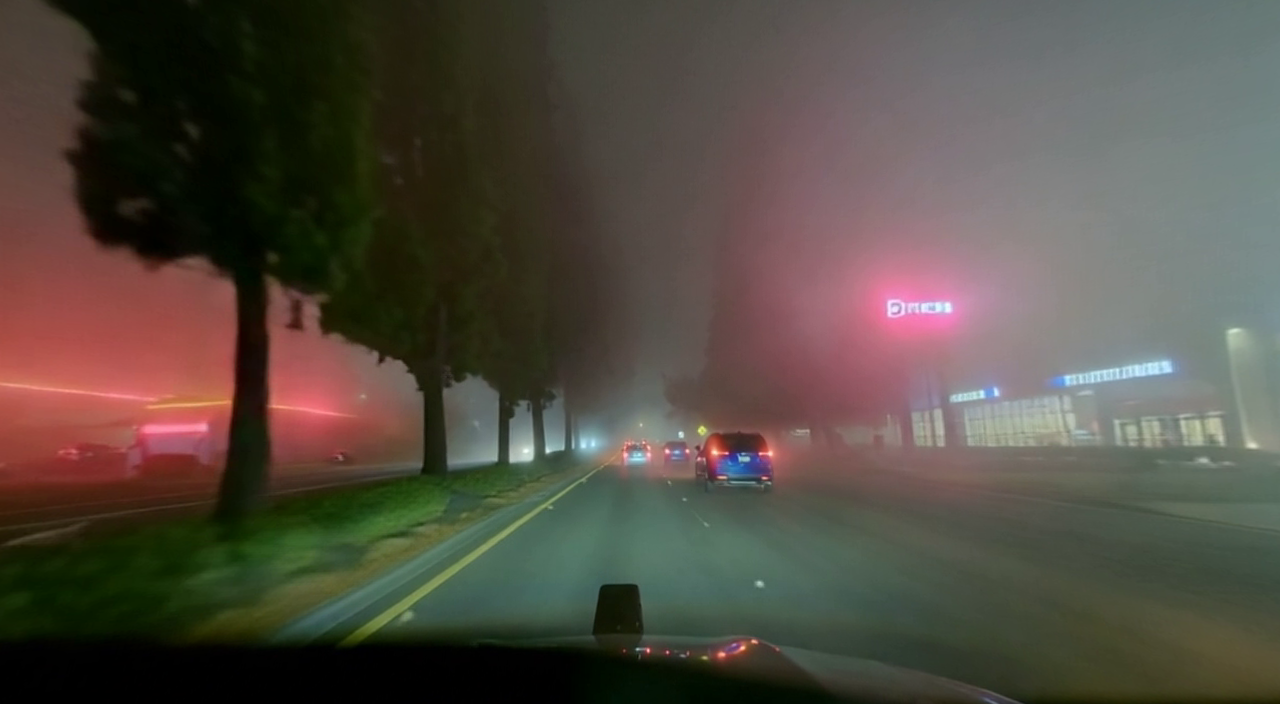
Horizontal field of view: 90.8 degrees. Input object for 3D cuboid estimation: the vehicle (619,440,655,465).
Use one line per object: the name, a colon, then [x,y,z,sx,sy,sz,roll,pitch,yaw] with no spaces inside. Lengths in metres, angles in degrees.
vehicle: [-0.209,6.088,38.353,2.056,1.440,3.798,0,-8,-1]

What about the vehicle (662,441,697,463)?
vehicle: [2.558,6.602,41.757,1.970,1.402,3.756,0,-8,-2]

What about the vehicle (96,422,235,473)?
vehicle: [-27.005,5.432,36.135,5.905,2.803,2.261,0,-8,-2]

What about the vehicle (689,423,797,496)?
vehicle: [2.774,3.050,18.254,2.140,1.811,4.593,0,-8,-2]
